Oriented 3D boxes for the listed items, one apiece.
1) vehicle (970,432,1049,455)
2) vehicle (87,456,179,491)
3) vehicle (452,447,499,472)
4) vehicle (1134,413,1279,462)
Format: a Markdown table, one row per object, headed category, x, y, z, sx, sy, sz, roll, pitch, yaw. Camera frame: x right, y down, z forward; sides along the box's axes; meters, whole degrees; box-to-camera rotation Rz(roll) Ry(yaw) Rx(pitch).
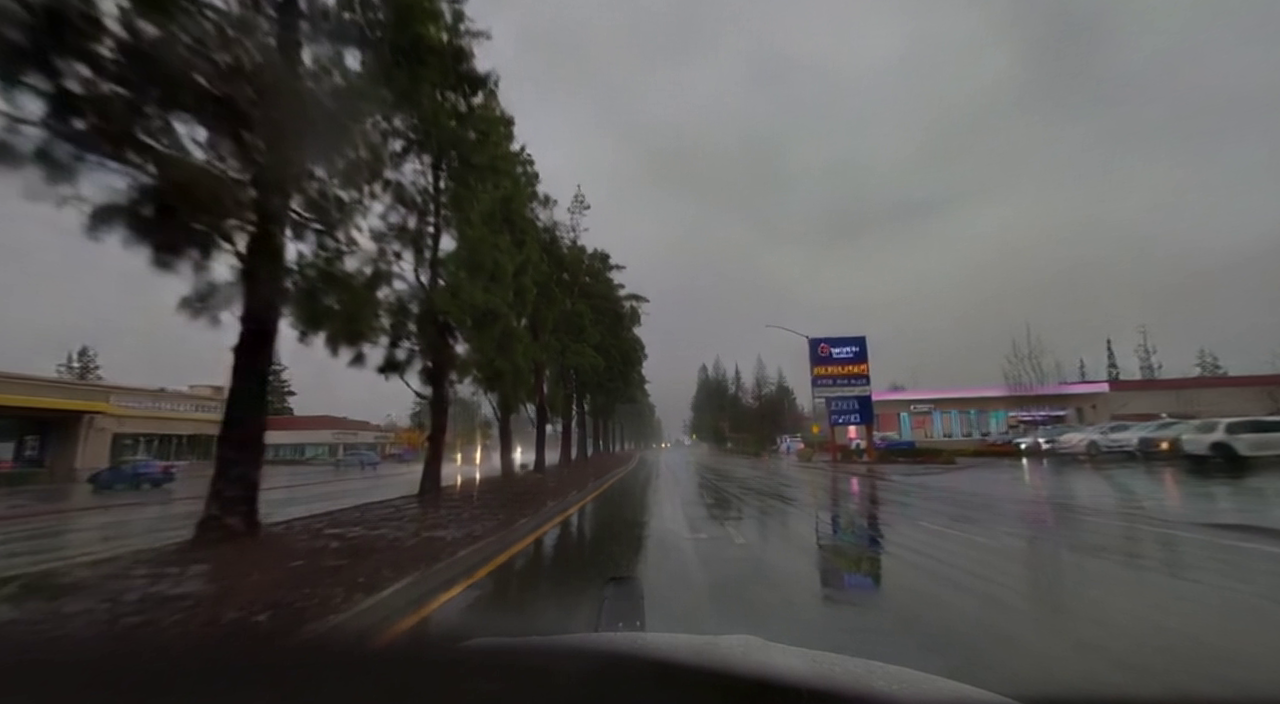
| category | x | y | z | sx | sy | sz | roll | pitch | yaw |
| --- | --- | --- | --- | --- | --- | --- | --- | --- | --- |
| vehicle | 22.565 | 5.588 | 38.687 | 3.547 | 1.360 | 1.951 | 0 | -9 | 3 |
| vehicle | -24.623 | 5.852 | 30.669 | 4.605 | 1.509 | 1.845 | -5 | -10 | 30 |
| vehicle | -10.870 | 7.100 | 42.006 | 1.896 | 1.593 | 4.014 | 0 | -9 | 2 |
| vehicle | 20.968 | 2.974 | 21.887 | 5.669 | 1.603 | 2.284 | 0 | -9 | 1 |
